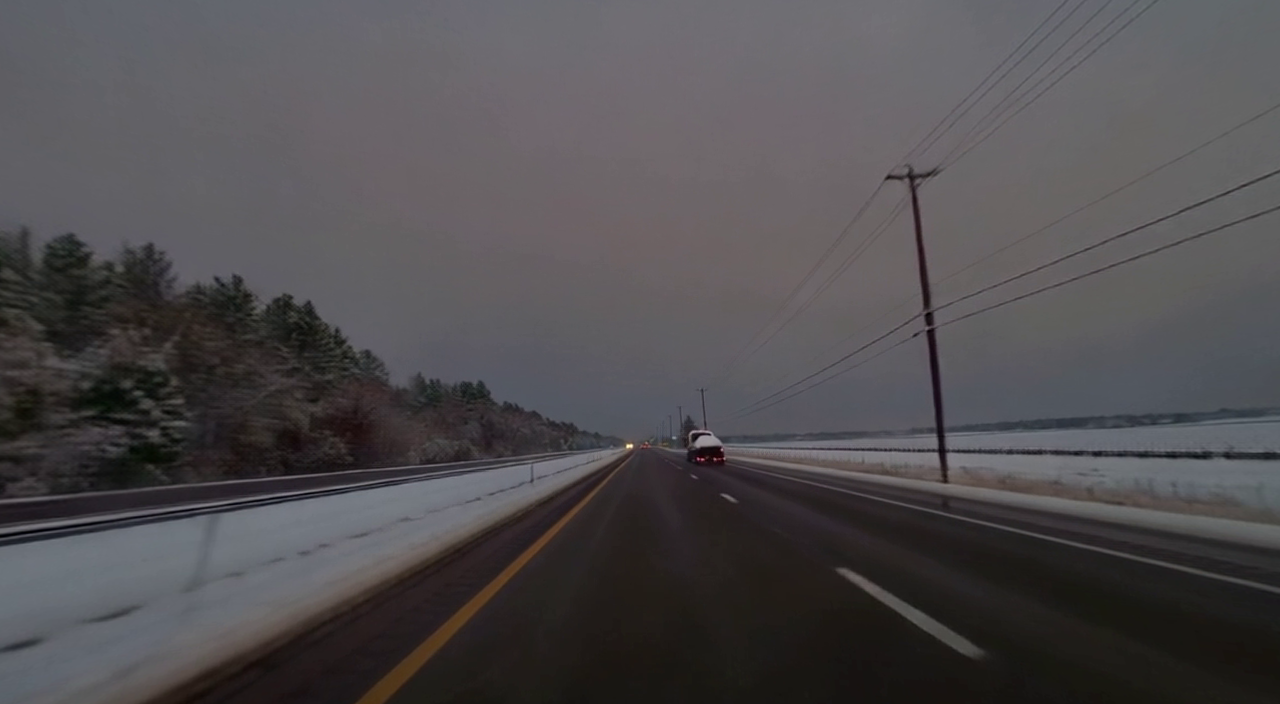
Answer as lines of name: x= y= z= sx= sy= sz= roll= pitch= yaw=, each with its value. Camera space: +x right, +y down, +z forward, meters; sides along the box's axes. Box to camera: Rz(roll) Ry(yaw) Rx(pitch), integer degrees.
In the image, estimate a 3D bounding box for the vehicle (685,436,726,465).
vehicle: x=4.429 y=6.763 z=43.221 sx=2.228 sy=1.852 sz=5.449 roll=0 pitch=-8 yaw=0
